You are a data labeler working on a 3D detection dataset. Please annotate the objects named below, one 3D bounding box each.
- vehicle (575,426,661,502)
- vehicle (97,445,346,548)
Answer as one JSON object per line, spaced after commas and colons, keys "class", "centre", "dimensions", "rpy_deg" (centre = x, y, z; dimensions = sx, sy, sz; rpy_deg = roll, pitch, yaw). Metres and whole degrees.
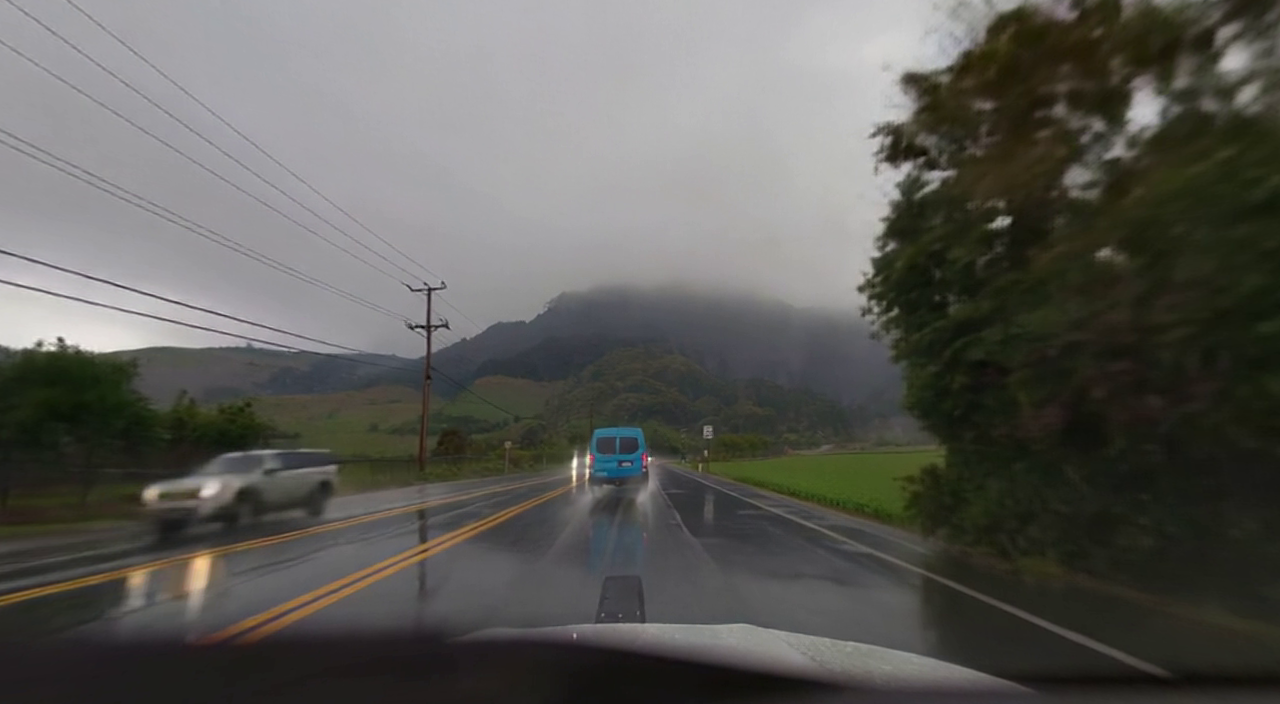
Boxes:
{"class": "vehicle", "centre": [-0.659, 3.554, 20.340], "dimensions": [2.454, 2.144, 4.535], "rpy_deg": [0, -9, -1]}
{"class": "vehicle", "centre": [-9.300, 3.166, 14.727], "dimensions": [2.089, 1.946, 4.979], "rpy_deg": [-1, -9, 5]}
